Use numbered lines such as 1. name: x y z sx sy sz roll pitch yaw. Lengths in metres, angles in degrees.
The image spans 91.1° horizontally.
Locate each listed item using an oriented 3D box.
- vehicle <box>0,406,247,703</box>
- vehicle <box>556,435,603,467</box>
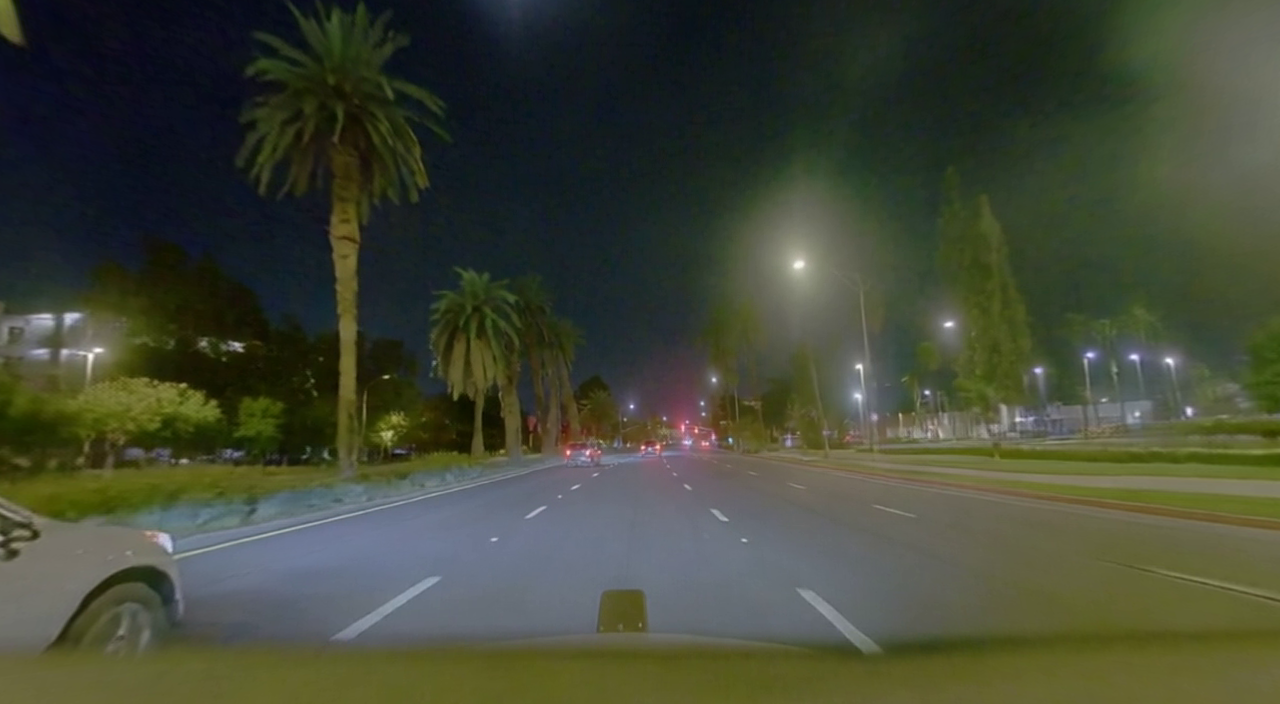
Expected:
1. vehicle: -3.560 0.827 1.573 2.036 1.478 4.771 0 -8 0
2. vehicle: -3.611 6.035 38.385 2.188 1.819 4.667 0 -8 3
